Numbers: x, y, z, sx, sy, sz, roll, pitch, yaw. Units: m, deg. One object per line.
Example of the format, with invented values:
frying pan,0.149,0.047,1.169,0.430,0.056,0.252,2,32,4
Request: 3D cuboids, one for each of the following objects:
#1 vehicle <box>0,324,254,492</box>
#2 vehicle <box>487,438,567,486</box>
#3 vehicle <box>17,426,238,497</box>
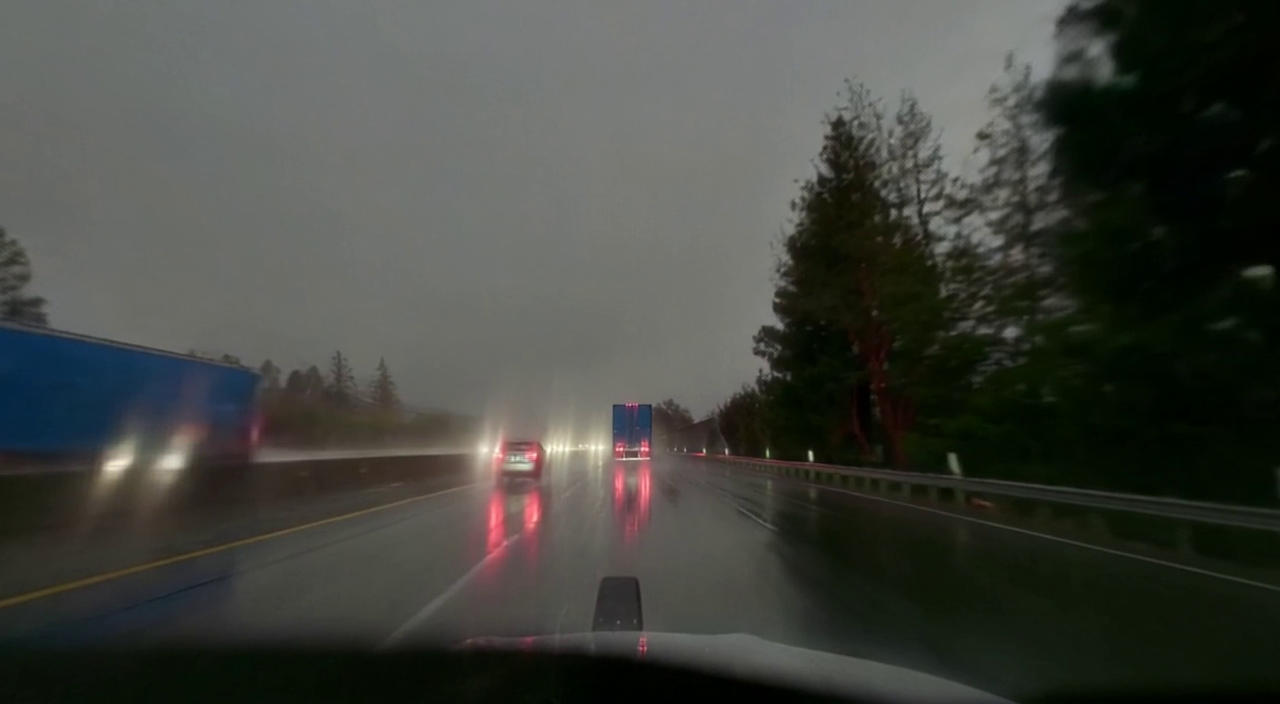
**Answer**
vehicle,-17.312,1.891,18.685,2.937,4.088,14.102,0,-9,-1
vehicle,-3.978,3.962,22.862,2.057,1.519,4.372,-1,-9,1
vehicle,-13.010,2.805,16.415,2.004,1.564,4.488,0,-9,-1
